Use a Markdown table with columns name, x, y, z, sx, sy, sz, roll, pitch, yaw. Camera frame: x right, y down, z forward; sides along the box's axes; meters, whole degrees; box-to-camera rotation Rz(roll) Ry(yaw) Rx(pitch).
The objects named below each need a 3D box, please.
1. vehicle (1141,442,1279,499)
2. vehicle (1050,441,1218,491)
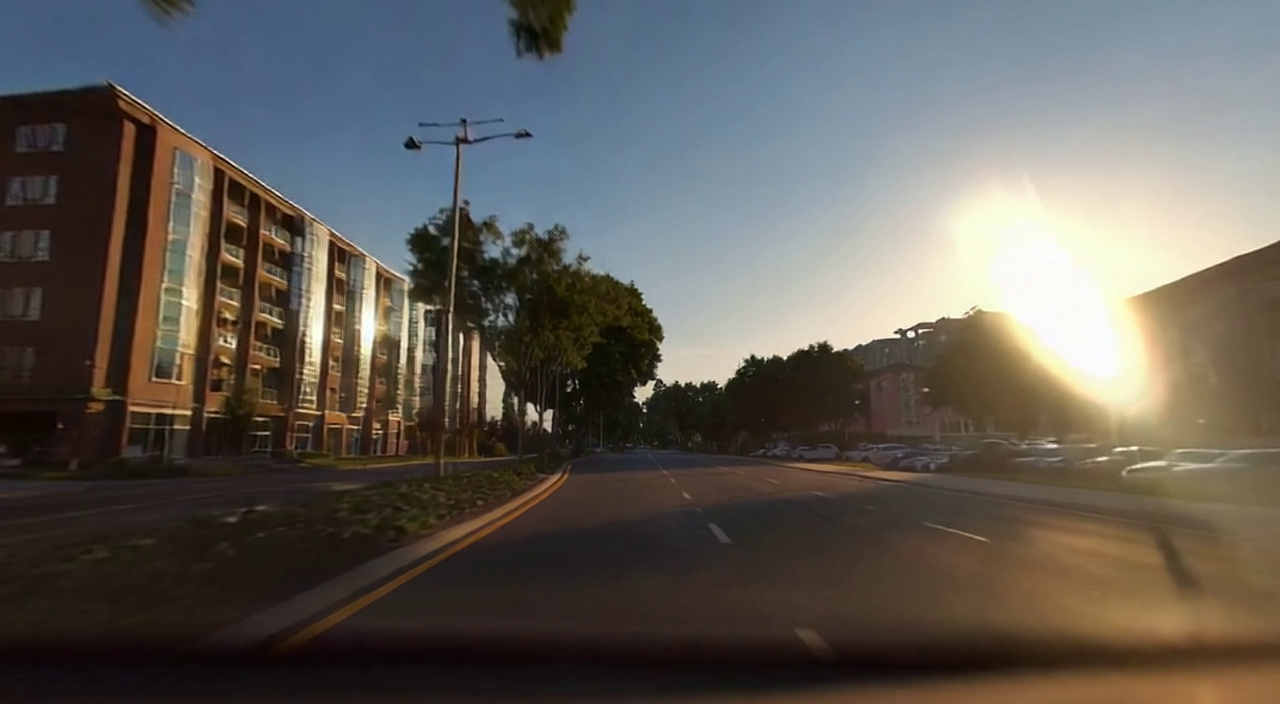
| name | x | y | z | sx | sy | sz | roll | pitch | yaw |
| --- | --- | --- | --- | --- | --- | --- | --- | --- | --- |
| vehicle | 17.159 | 3.368 | 18.329 | 4.112 | 1.474 | 2.112 | 3 | -9 | -20 |
| vehicle | 16.410 | 3.748 | 21.064 | 4.304 | 1.511 | 2.143 | 2 | -9 | -16 |
